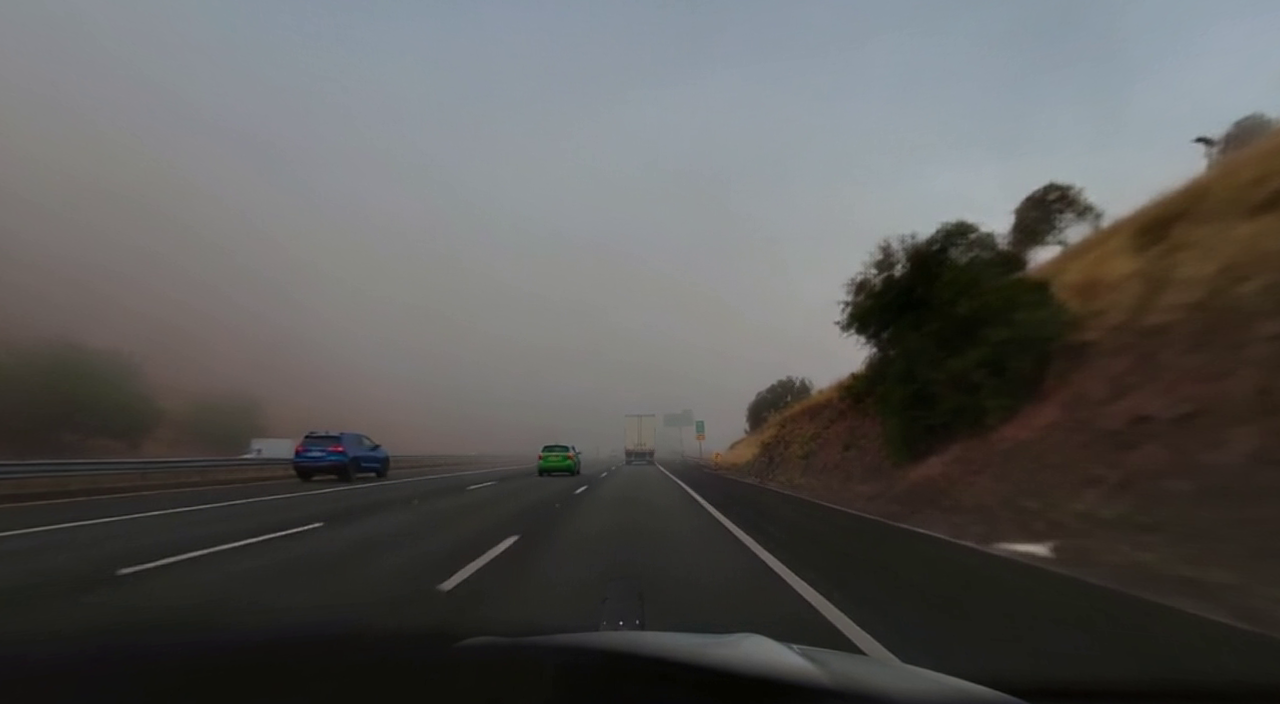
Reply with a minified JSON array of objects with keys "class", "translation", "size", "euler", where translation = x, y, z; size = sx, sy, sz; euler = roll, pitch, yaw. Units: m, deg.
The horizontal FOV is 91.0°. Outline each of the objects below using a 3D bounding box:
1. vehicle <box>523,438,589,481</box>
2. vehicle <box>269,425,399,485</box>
[{"class":"vehicle","translation":[-3.656,4.767,28.221],"size":[2.194,1.725,4.698],"euler":[0,-9,1]},{"class":"vehicle","translation":[-10.811,3.698,22.818],"size":[2.111,1.906,5.028],"euler":[0,-9,1]}]
